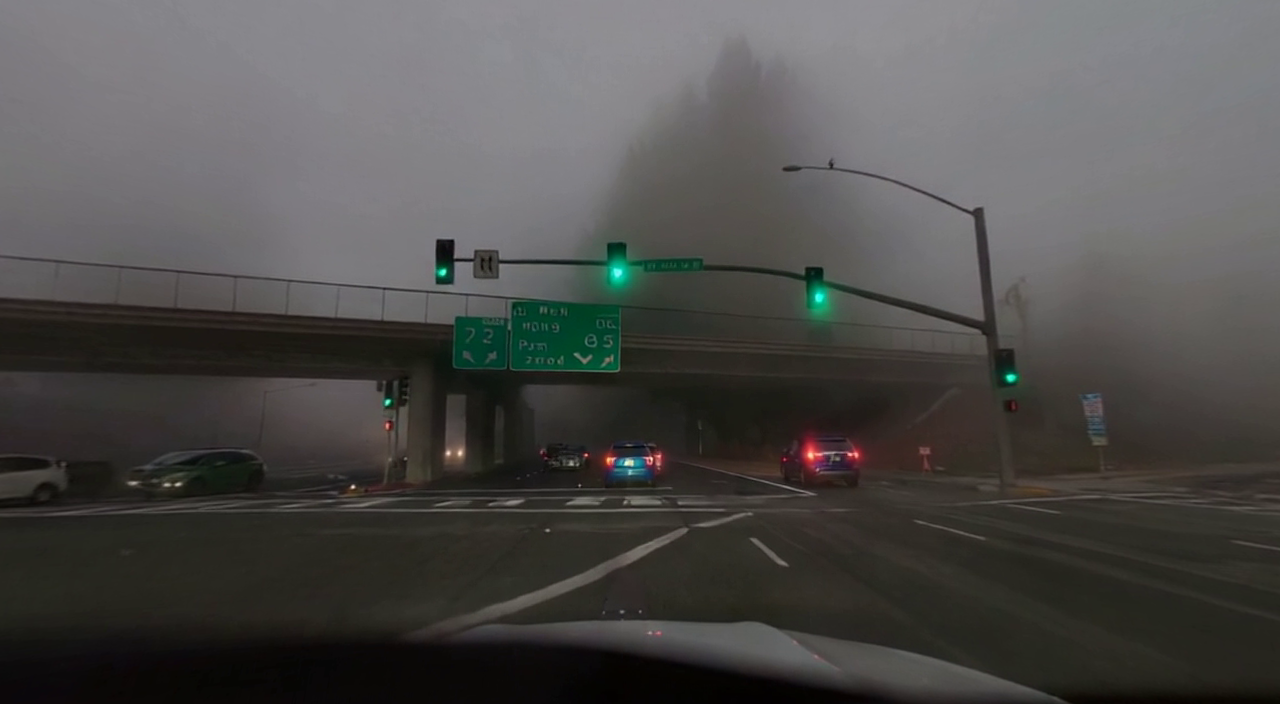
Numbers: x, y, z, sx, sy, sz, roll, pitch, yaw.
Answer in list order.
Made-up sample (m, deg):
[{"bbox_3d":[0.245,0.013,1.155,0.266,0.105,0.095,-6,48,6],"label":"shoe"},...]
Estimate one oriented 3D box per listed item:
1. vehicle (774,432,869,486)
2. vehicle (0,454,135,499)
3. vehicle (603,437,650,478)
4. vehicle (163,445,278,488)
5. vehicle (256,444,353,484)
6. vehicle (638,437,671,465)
[{"bbox_3d":[6.491,3.869,23.204,2.074,1.785,4.320,0,-8,-2],"label":"vehicle"},{"bbox_3d":[-23.403,4.994,25.705,1.849,1.539,4.665,0,-8,-1],"label":"vehicle"},{"bbox_3d":[-0.559,4.989,30.215,2.060,1.768,4.681,0,-8,1],"label":"vehicle"},{"bbox_3d":[-19.240,5.214,29.324,1.990,1.789,4.973,0,-8,-2],"label":"vehicle"},{"bbox_3d":[-16.374,5.460,31.204,2.132,1.664,4.720,-2,-8,2],"label":"vehicle"},{"bbox_3d":[1.128,7.406,47.461,2.342,2.026,4.642,-1,-8,3],"label":"vehicle"}]
